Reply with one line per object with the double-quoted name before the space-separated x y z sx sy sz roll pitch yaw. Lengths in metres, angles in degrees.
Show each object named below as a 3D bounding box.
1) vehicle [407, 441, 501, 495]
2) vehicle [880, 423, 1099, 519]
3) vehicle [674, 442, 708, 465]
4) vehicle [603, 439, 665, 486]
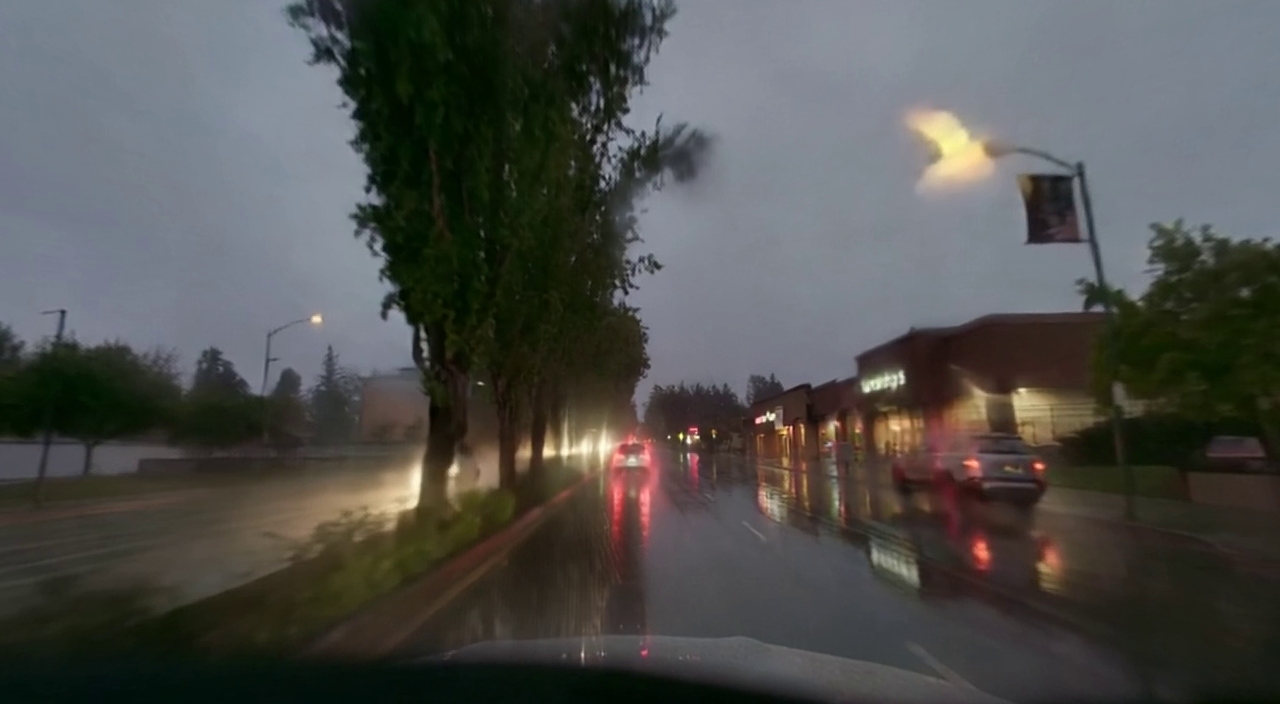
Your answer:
"vehicle" -5.891 3.693 20.537 1.999 1.531 4.011 0 -9 -3
"vehicle" 7.600 2.641 14.597 2.165 1.787 5.231 -1 -9 2
"vehicle" 3.525 7.089 44.319 1.910 1.474 4.003 0 -9 -1
"vehicle" -0.231 3.849 22.308 2.006 1.487 3.535 0 -9 -1
